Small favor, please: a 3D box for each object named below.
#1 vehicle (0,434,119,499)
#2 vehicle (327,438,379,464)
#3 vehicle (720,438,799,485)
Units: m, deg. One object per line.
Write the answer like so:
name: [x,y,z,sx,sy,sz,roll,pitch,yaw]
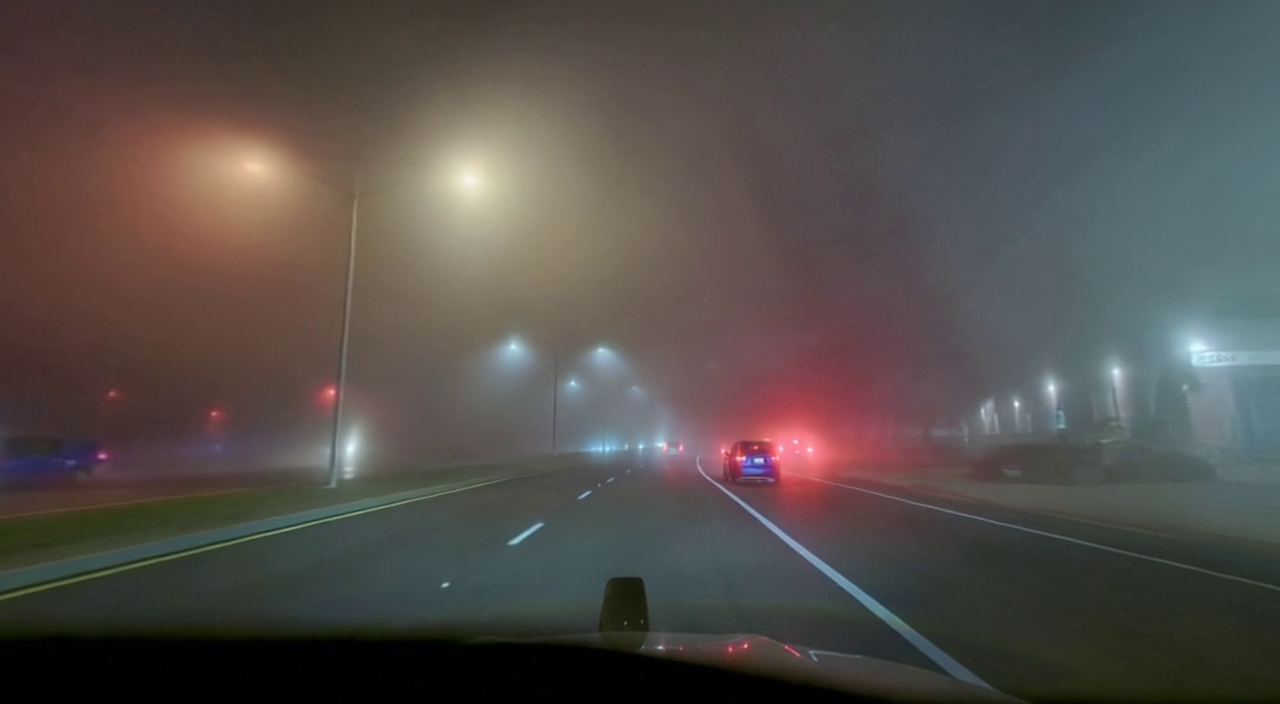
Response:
vehicle: [-15.919,2.805,15.525,2.055,1.495,4.772,0,-8,1]
vehicle: [-19.465,6.724,42.909,2.140,1.626,4.526,1,-8,-10]
vehicle: [4.150,3.863,22.671,1.981,1.499,4.536,0,-8,0]
